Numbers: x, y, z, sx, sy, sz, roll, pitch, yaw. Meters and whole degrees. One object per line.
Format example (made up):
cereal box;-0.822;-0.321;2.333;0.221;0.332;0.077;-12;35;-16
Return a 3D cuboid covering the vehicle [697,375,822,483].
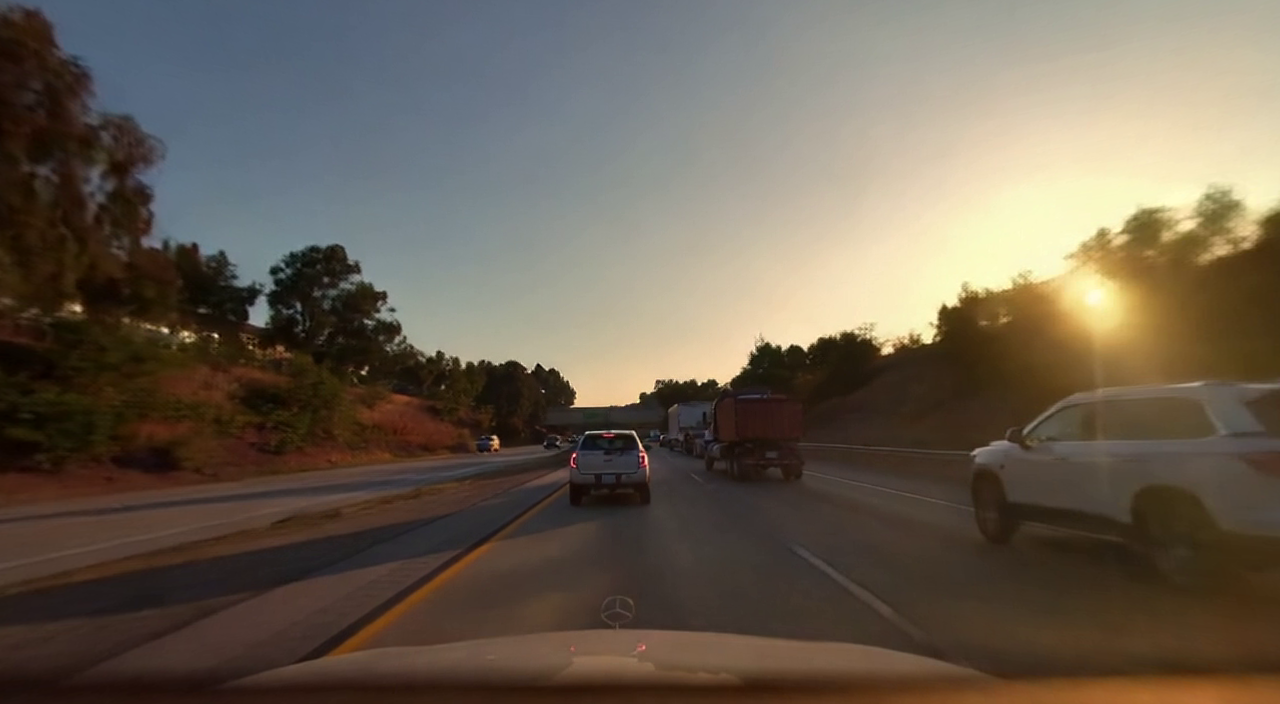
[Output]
vehicle;3.748;2.723;22.082;2.723;3.027;8.478;0;-7;0

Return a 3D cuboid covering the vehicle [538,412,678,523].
vehicle;-0.512;1.996;11.481;2.082;1.638;4.055;0;-8;-1

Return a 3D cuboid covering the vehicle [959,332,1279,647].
vehicle;4.910;1.077;5.665;2.011;1.905;3.905;0;-8;0
